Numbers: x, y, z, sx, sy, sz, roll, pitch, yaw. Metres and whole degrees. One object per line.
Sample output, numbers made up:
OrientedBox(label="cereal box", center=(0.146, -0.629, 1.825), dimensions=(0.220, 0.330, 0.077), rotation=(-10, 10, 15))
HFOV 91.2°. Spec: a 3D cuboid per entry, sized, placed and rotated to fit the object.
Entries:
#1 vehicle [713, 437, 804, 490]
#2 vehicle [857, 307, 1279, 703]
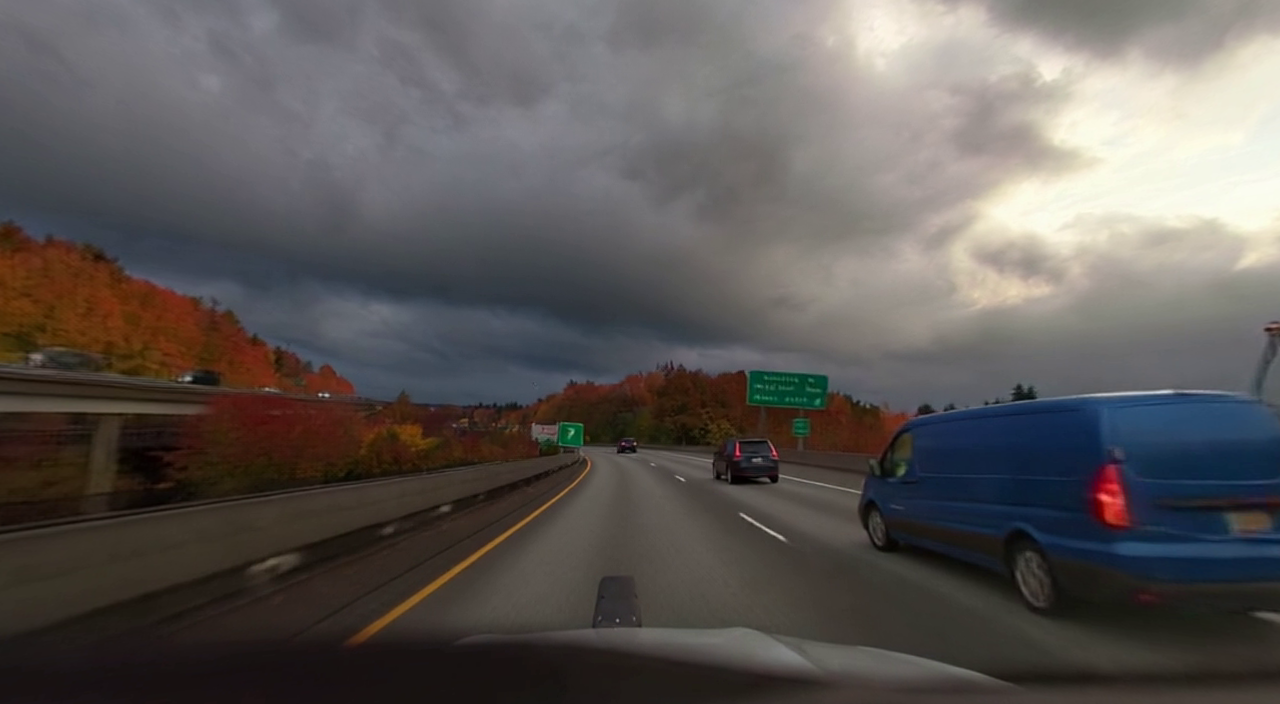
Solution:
OrientedBox(label="vehicle", center=(3.721, 3.597, 20.473), dimensions=(1.952, 1.536, 4.036), rotation=(0, -9, -3))
OrientedBox(label="vehicle", center=(3.922, 1.118, 5.278), dimensions=(2.205, 1.923, 4.956), rotation=(0, -9, -2))
